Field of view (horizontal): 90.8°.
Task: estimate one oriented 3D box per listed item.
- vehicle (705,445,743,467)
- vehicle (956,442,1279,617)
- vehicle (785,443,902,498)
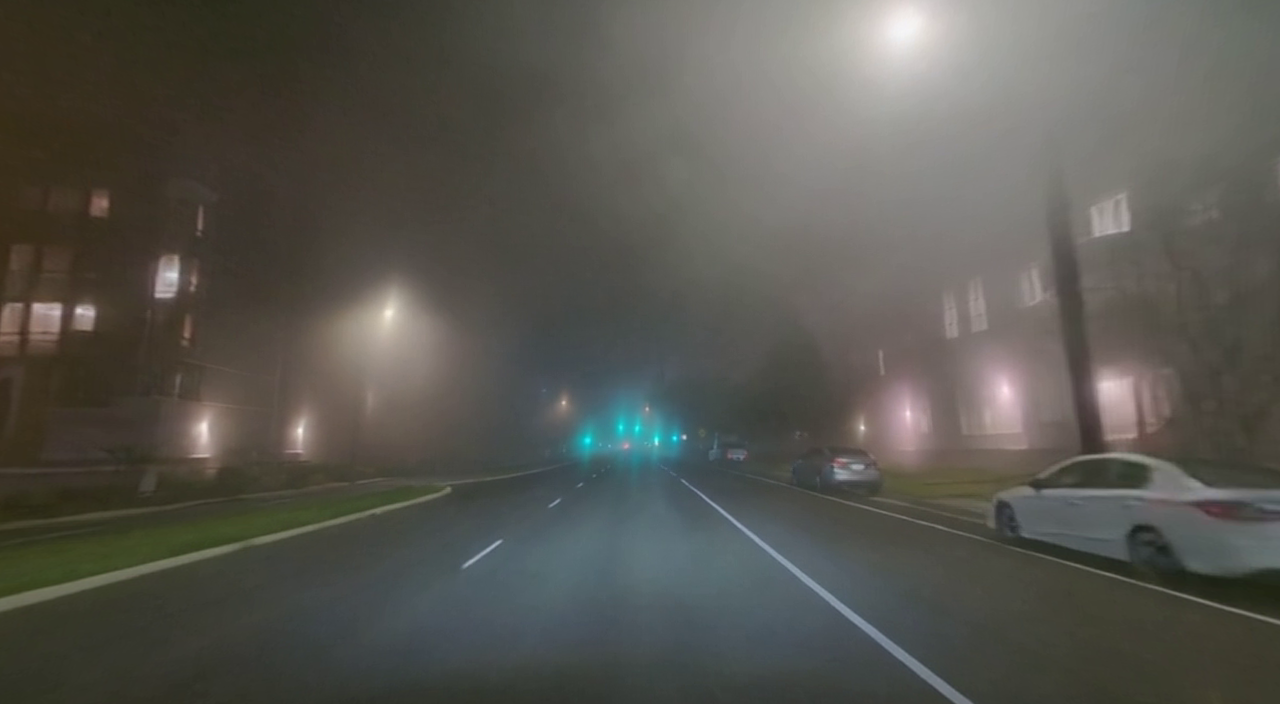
[{"bbox_3d":[6.168,7.687,47.018,1.948,1.526,4.518,0,-9,-4],"label":"vehicle"},{"bbox_3d":[6.180,1.826,7.713,2.013,1.408,5.011,0,-9,-1],"label":"vehicle"},{"bbox_3d":[6.130,3.607,19.732,1.944,1.478,4.885,0,-9,-1],"label":"vehicle"}]
